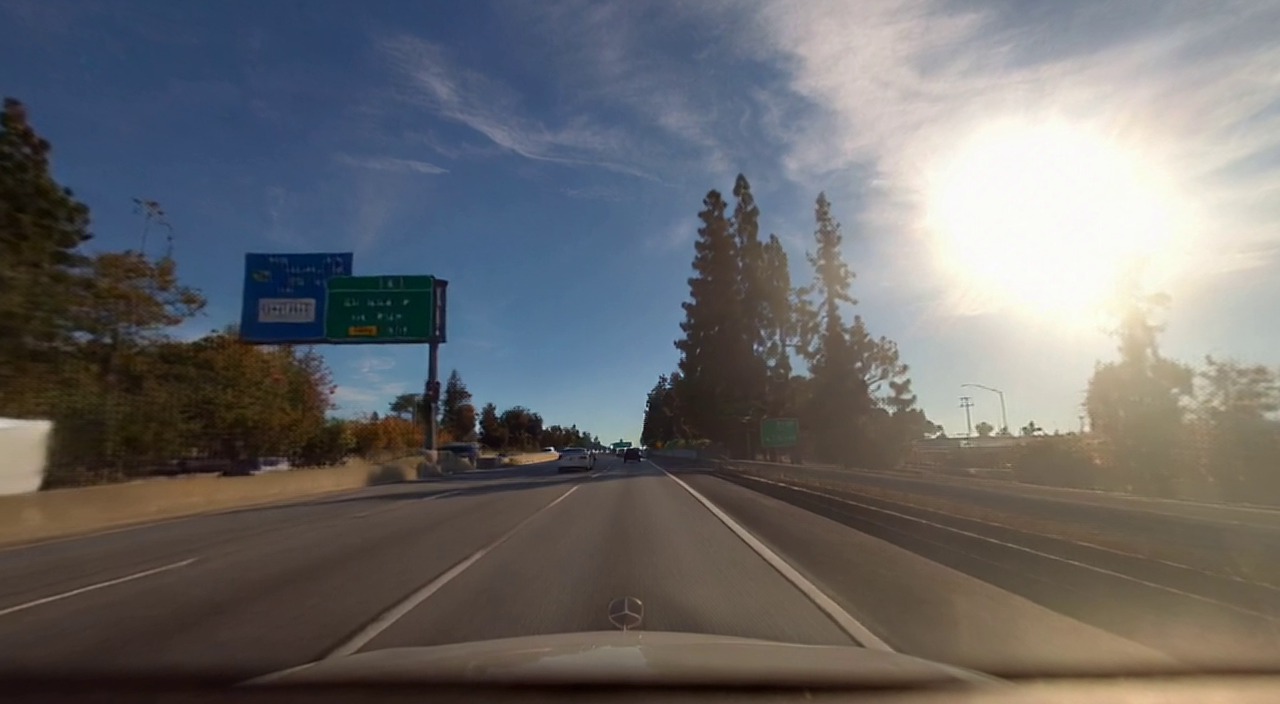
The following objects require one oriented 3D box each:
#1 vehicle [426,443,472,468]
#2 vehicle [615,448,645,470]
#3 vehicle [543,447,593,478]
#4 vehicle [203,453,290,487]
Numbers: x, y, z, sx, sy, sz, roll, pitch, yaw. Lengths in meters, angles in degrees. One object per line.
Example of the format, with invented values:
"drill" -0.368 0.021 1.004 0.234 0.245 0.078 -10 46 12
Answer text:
"vehicle" -14.172 7.668 47.012 1.813 1.728 5.143 -1 -8 0
"vehicle" -0.716 7.695 45.600 2.100 1.471 3.956 0 -8 -1
"vehicle" -3.712 5.777 33.334 2.067 1.509 4.551 -1 -8 1
"vehicle" -17.459 5.207 28.154 1.592 1.387 3.448 0 -9 0
